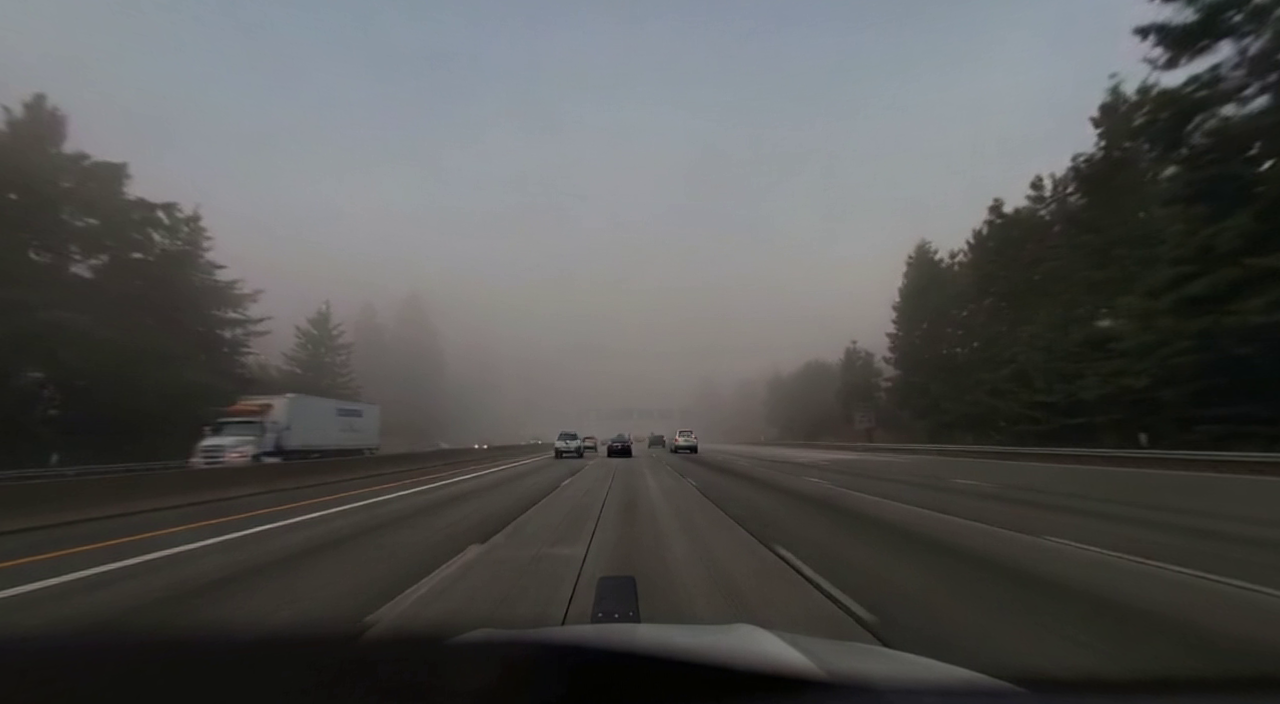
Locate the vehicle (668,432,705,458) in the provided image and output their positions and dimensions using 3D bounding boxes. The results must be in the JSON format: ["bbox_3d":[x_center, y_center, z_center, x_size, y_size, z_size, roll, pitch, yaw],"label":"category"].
[{"bbox_3d":[3.096,6.254,42.518,2.066,1.673,4.225,0,-8,-2],"label":"vehicle"}]

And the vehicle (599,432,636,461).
[{"bbox_3d":[-1.347,5.677,37.989,2.119,1.629,3.946,0,-8,-1],"label":"vehicle"}]

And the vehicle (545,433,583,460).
[{"bbox_3d":[-5.015,6.257,41.802,2.046,1.658,4.008,0,-8,-1],"label":"vehicle"}]

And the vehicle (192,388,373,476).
[{"bbox_3d":[-17.946,4.245,33.081,2.834,3.807,11.612,0,-8,-1],"label":"vehicle"}]
